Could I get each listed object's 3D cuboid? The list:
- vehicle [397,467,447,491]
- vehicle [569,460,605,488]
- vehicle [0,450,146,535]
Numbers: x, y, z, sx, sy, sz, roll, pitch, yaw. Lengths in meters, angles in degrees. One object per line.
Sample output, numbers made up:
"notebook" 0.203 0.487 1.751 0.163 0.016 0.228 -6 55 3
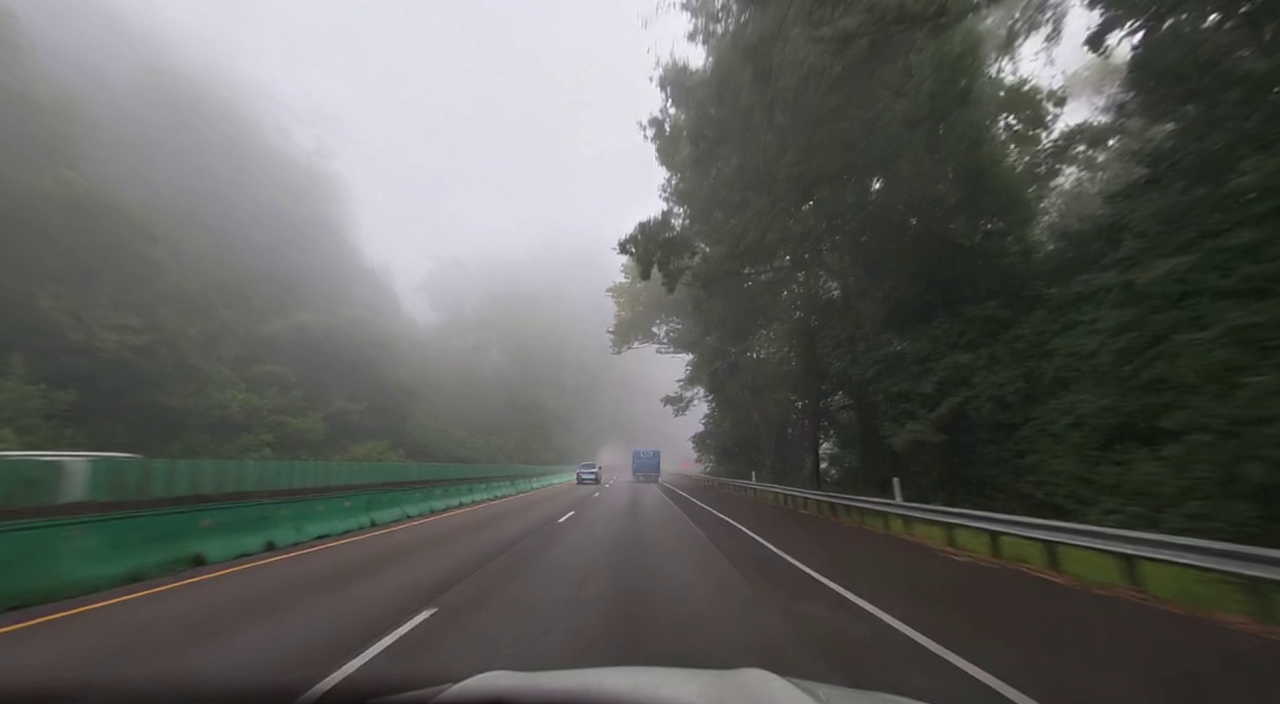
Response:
"vehicle" -14.242 8.315 41.385 1.854 1.440 4.311 1 -11 -2
"vehicle" -3.628 8.522 44.176 2.132 1.805 4.257 1 -11 0
"vehicle" -12.106 2.635 12.044 1.811 1.466 4.240 1 -11 0
